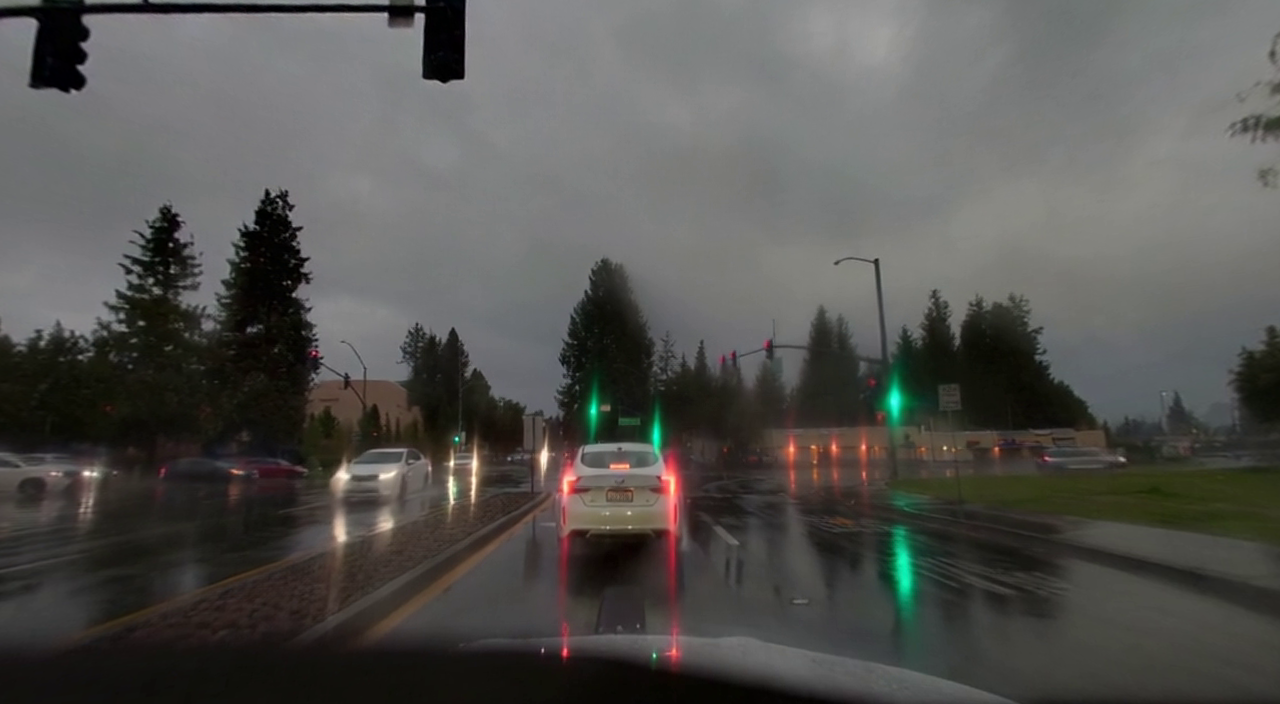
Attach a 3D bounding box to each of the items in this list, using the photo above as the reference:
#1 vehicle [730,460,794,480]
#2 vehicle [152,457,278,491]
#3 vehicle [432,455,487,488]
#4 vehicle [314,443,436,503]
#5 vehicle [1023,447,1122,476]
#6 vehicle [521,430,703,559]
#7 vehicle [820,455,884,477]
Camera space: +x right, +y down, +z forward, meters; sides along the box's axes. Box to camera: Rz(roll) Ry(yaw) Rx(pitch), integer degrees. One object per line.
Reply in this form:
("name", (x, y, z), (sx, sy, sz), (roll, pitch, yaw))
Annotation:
("vehicle", (9.105, 8.807, 47.320), (4.254, 1.359, 1.895), (2, -9, -15))
("vehicle", (-20.039, 5.768, 30.004), (4.548, 1.449, 1.802), (2, -9, -13))
("vehicle", (-9.413, 6.241, 33.352), (2.078, 1.534, 4.646), (1, -9, -7))
("vehicle", (-7.361, 3.371, 18.107), (2.073, 1.459, 4.495), (1, -9, -8))
("vehicle", (23.547, 5.932, 34.390), (4.601, 1.485, 1.929), (3, -9, -18))
("vehicle", (-0.353, 1.980, 9.554), (2.112, 1.479, 4.264), (0, -8, -1))
("vehicle", (16.532, 8.867, 49.331), (4.337, 1.637, 1.860), (2, -9, -16))
